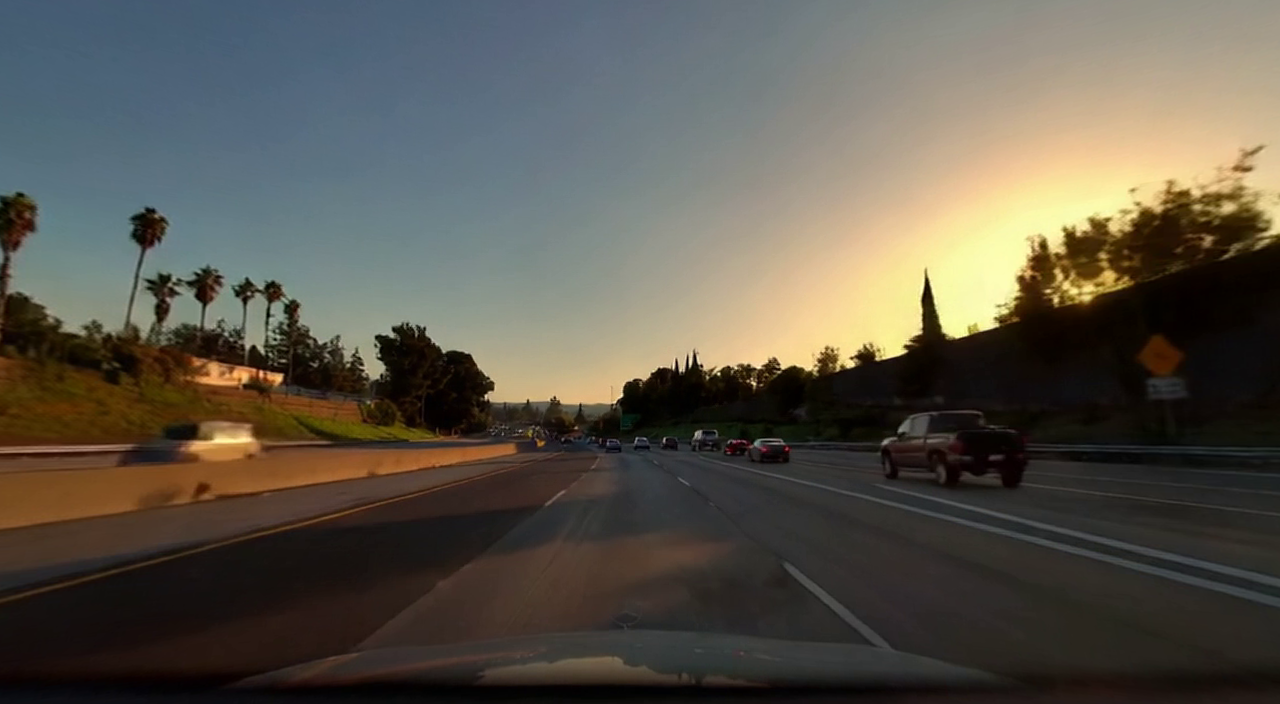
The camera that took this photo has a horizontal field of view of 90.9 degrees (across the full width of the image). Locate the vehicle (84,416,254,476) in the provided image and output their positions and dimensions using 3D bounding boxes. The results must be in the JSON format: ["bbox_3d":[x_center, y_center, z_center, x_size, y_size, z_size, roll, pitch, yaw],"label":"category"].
[{"bbox_3d":[-15.009,3.038,20.531,2.019,1.712,4.612,0,-8,-1],"label":"vehicle"}]

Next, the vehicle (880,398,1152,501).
[{"bbox_3d":[8.586,2.375,15.594,2.622,1.977,6.537,0,-8,-1],"label":"vehicle"}]

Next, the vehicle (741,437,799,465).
[{"bbox_3d":[7.299,5.612,35.940,2.110,1.481,4.511,0,-8,-3],"label":"vehicle"}]
